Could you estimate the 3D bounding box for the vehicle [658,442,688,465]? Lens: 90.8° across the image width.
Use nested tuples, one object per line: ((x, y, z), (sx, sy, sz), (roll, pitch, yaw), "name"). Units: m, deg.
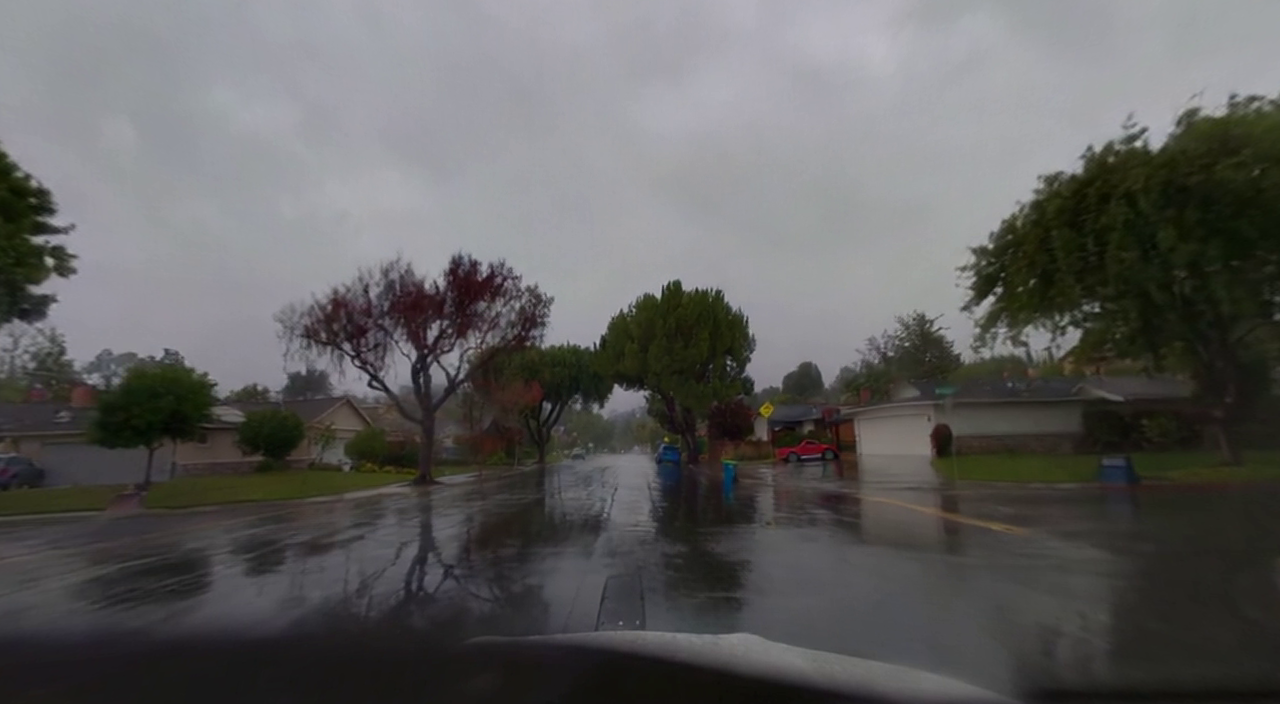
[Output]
((2.556, 7.939, 49.580), (2.114, 1.633, 4.042), (0, -8, -1), "vehicle")
